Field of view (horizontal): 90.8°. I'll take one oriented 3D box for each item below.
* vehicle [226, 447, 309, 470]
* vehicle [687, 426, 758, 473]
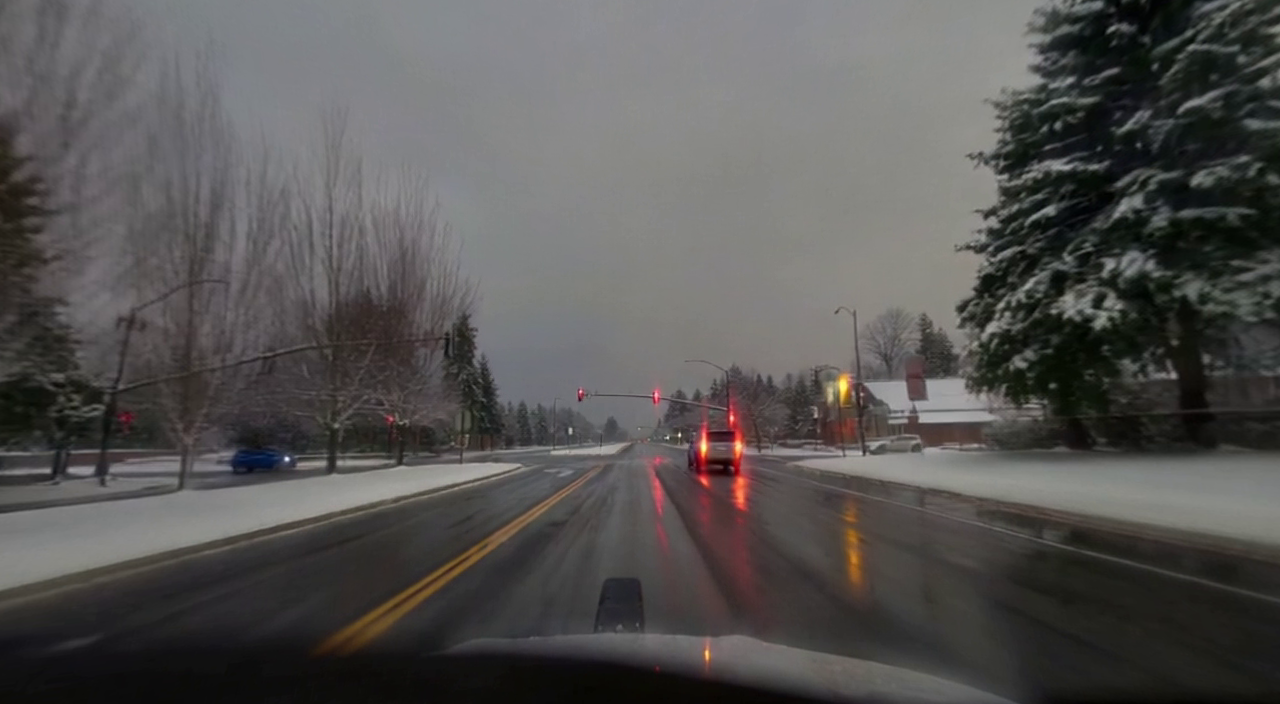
[{"bbox_3d":[-27.002,7.723,45.916,4.737,1.659,2.042,0,-9,-2],"label":"vehicle"},{"bbox_3d":[3.359,4.126,26.875,2.229,1.795,4.927,0,-9,-2],"label":"vehicle"}]
